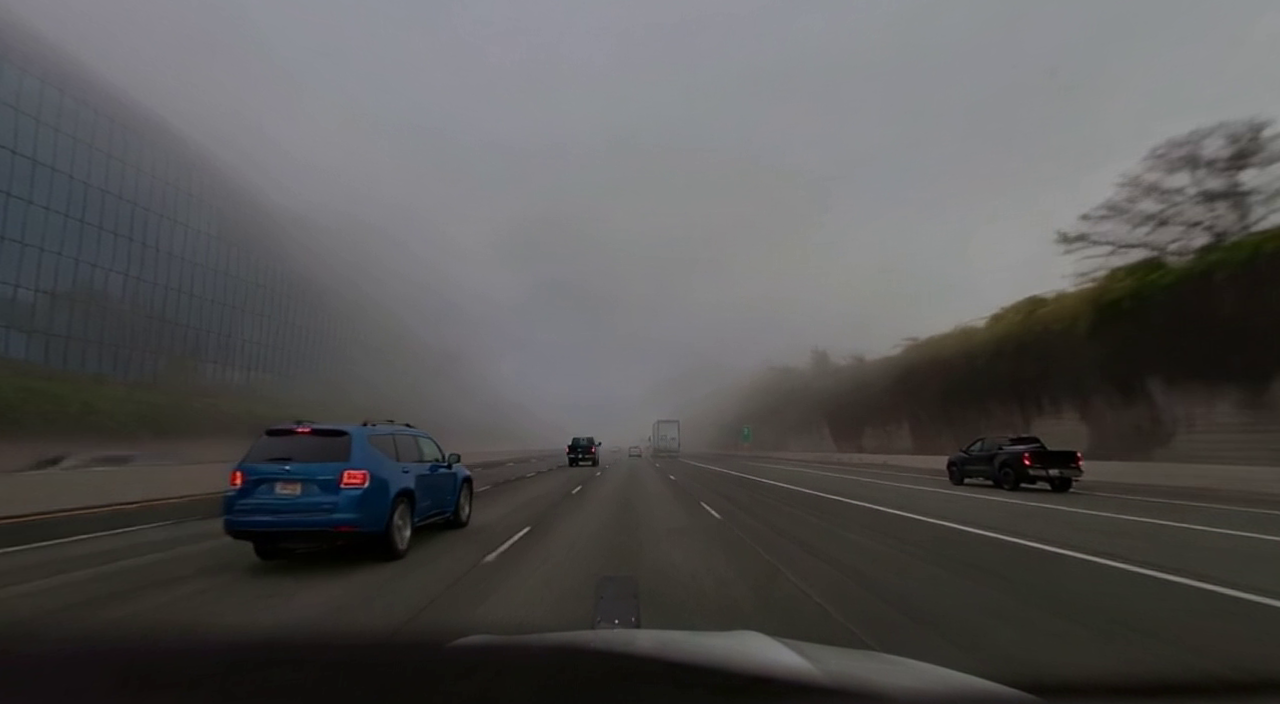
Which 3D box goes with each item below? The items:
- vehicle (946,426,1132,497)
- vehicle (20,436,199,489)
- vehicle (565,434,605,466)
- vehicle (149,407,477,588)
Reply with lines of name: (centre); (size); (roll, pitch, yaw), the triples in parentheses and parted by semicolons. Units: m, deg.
vehicle: (11.509, 3.210, 18.836); (2.089, 1.787, 5.080); (0, -9, -2)
vehicle: (-20.399, 4.281, 24.781); (2.275, 1.834, 5.473); (0, -9, 0)
vehicle: (-3.576, 6.576, 42.443); (2.284, 2.022, 5.752); (0, -9, -1)
vehicle: (-3.671, 1.713, 8.219); (2.039, 1.710, 4.237); (0, -9, -1)
